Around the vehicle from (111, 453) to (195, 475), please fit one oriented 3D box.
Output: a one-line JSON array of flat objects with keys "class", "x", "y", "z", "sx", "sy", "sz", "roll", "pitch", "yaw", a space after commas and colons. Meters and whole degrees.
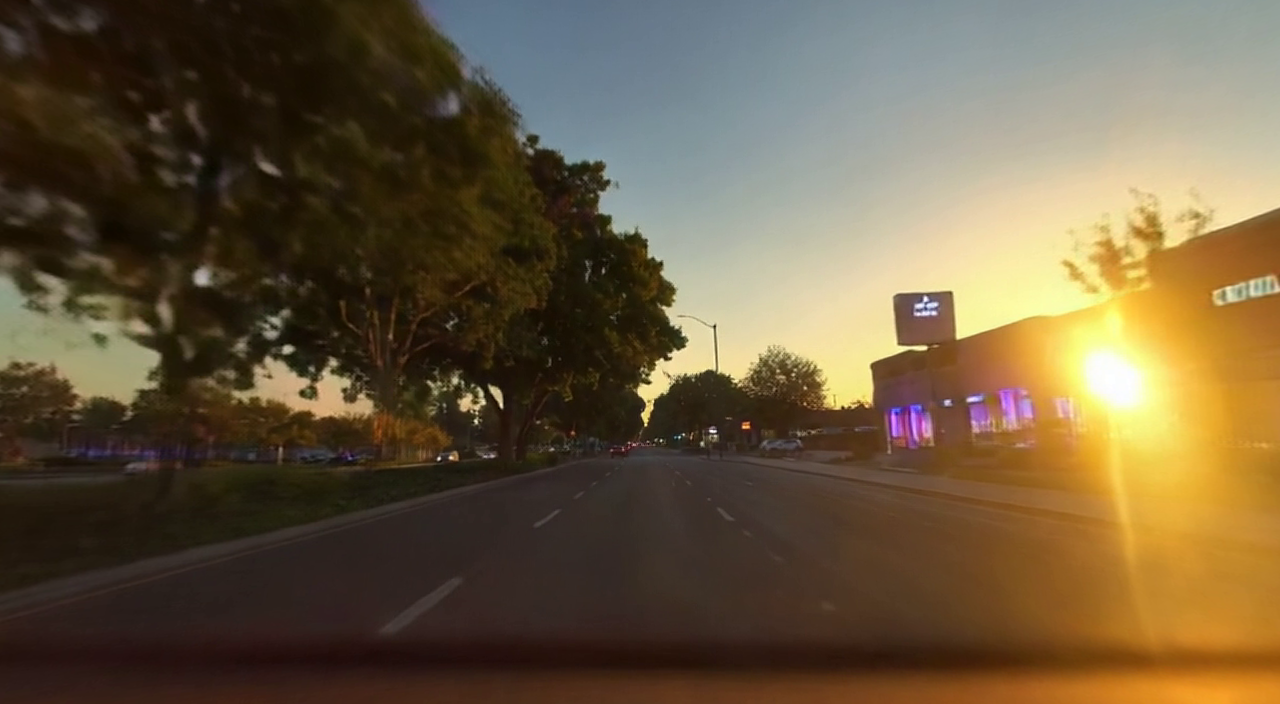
[{"class": "vehicle", "x": -35.864, "y": 8.213, "z": 46.511, "sx": 4.644, "sy": 1.465, "sz": 1.793, "roll": 8, "pitch": -12, "yaw": -44}]
